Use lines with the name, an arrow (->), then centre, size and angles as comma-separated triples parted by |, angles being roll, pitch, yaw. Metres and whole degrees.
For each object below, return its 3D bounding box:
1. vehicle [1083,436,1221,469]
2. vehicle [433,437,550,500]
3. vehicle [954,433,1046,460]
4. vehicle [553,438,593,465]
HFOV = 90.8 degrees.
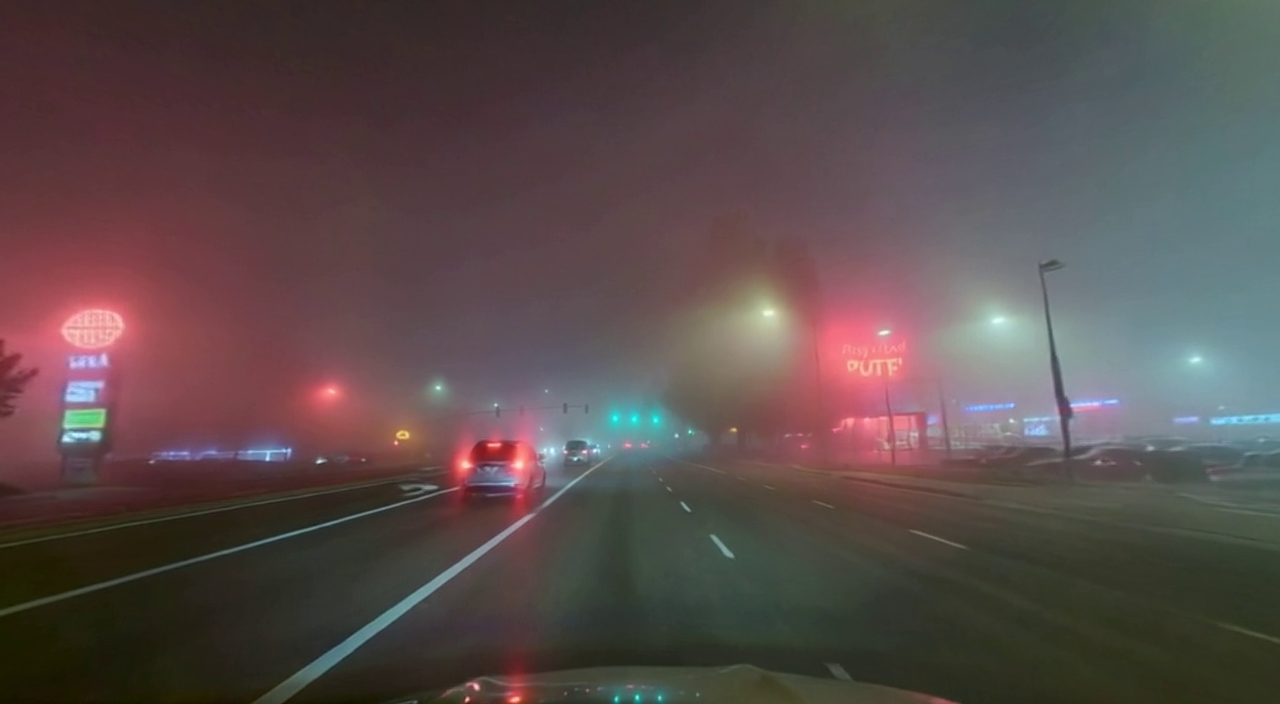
vehicle -> 25.088, 4.953, 31.191 | 4.799, 1.497, 1.952 | -4, -9, 22
vehicle -> -3.915, 3.161, 17.580 | 2.097, 1.497, 4.571 | 0, -8, 0
vehicle -> 23.353, 6.184, 41.190 | 4.824, 1.693, 1.984 | -3, -9, 21
vehicle -> -4.298, 6.489, 41.189 | 2.143, 1.643, 4.336 | 0, -8, 0
